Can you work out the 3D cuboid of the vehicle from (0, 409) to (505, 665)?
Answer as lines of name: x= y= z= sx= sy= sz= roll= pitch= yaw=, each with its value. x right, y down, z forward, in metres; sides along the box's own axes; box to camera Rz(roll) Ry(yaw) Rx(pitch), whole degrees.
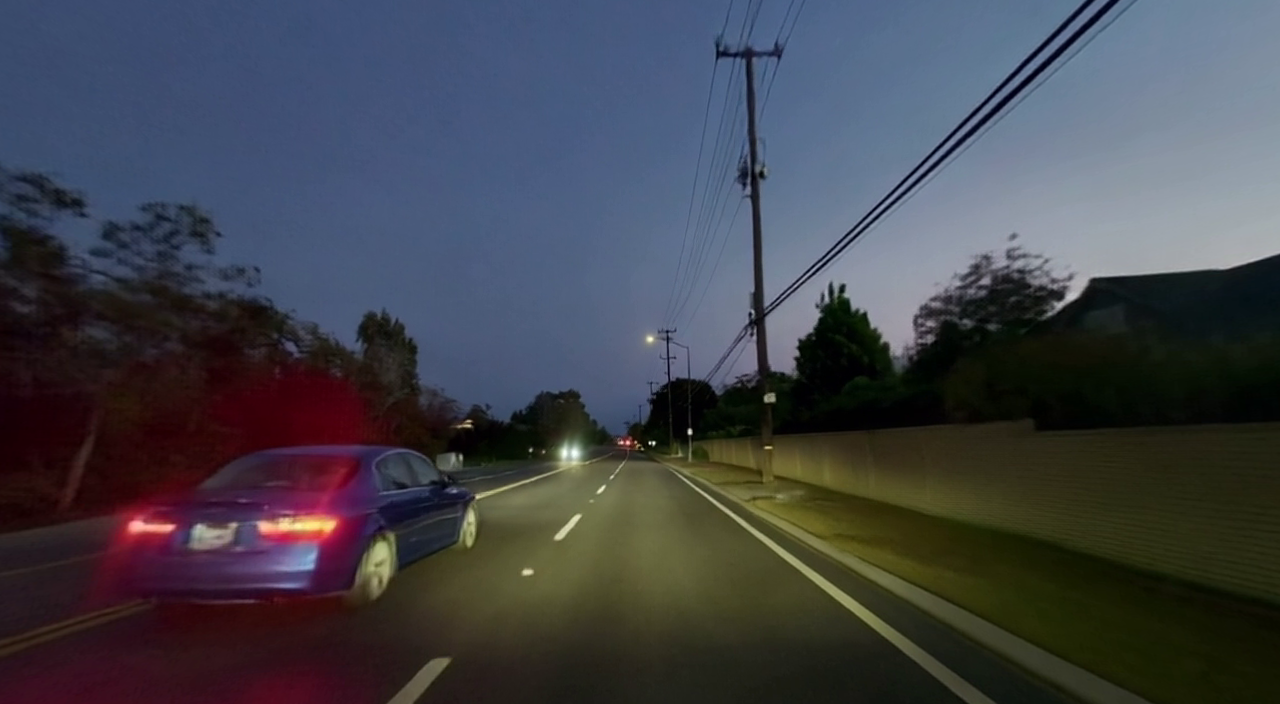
vehicle: x=-3.037 y=1.492 z=6.388 sx=2.085 sy=1.512 sz=5.023 roll=0 pitch=-9 yaw=2
